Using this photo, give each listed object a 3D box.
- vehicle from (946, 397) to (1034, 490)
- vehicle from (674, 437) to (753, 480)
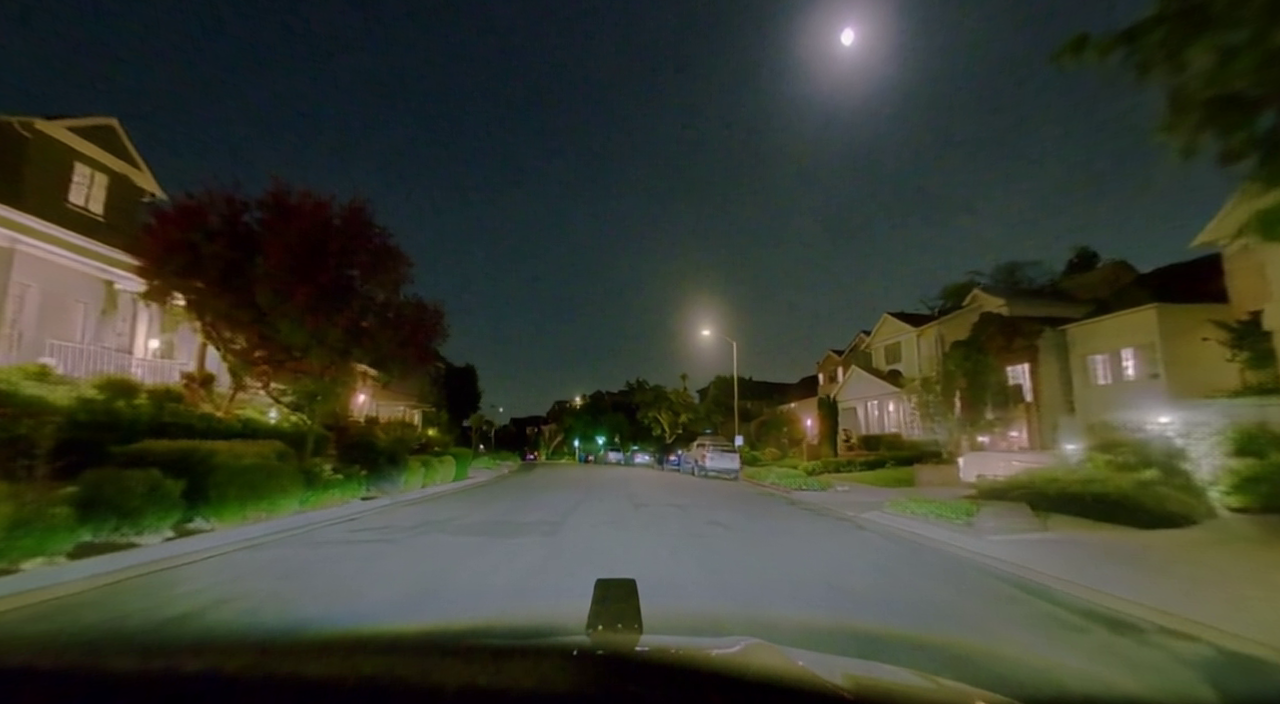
[{"bbox_3d":[9.678,2.529,17.463,1.820,2.366,1.453,-6,-11,35],"label":"vehicle"},{"bbox_3d":[3.559,5.339,31.940,2.715,1.900,6.163,2,-9,-5],"label":"vehicle"}]
